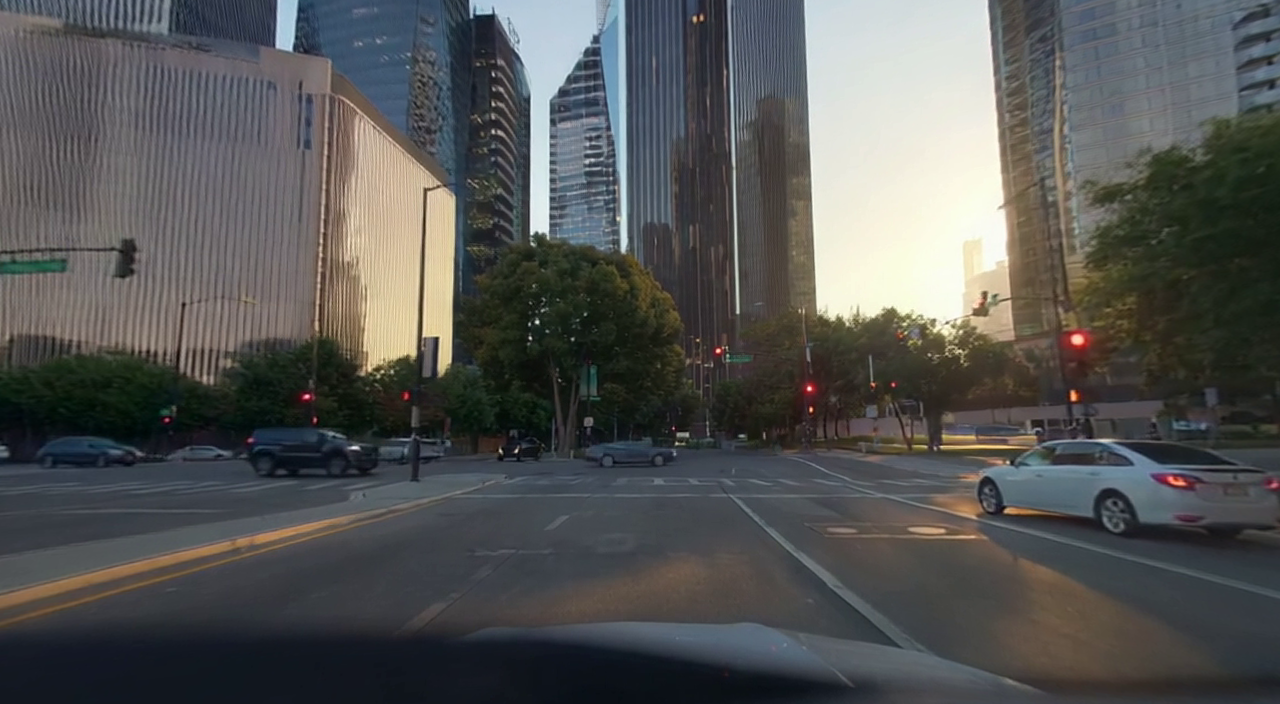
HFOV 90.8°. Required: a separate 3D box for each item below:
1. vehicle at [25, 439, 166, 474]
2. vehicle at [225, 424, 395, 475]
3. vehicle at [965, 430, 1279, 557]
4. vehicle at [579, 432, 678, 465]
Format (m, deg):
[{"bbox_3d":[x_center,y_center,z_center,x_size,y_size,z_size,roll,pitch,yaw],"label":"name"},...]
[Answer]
[{"bbox_3d":[-24.315,4.663,28.352,4.482,1.492,1.805,0,-8,-3],"label":"vehicle"},{"bbox_3d":[-13.260,3.946,25.721,5.659,1.967,2.149,0,-8,-3],"label":"vehicle"},{"bbox_3d":[7.438,2.050,10.015,1.936,1.489,4.885,0,-8,0],"label":"vehicle"},{"bbox_3d":[-0.569,4.524,29.740,4.503,1.475,1.789,0,-8,-3],"label":"vehicle"}]
